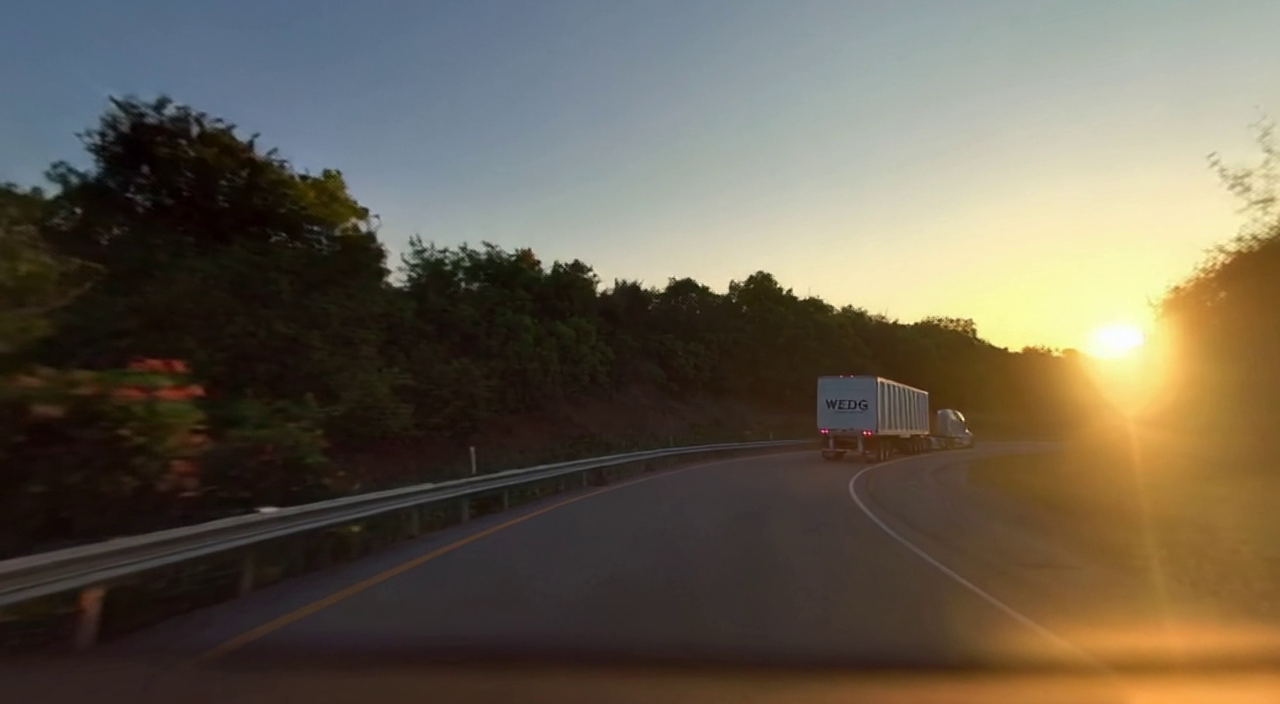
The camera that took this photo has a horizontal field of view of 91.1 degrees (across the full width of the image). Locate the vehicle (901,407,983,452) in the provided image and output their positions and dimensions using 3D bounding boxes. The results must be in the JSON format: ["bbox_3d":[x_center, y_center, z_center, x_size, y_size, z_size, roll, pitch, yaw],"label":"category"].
[{"bbox_3d":[18.677,4.796,38.673,6.650,2.524,2.120,7,-11,-43],"label":"vehicle"}]

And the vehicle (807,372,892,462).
[{"bbox_3d":[9.532,3.003,28.462,2.963,3.771,3.137,-4,-9,29],"label":"vehicle"}]
